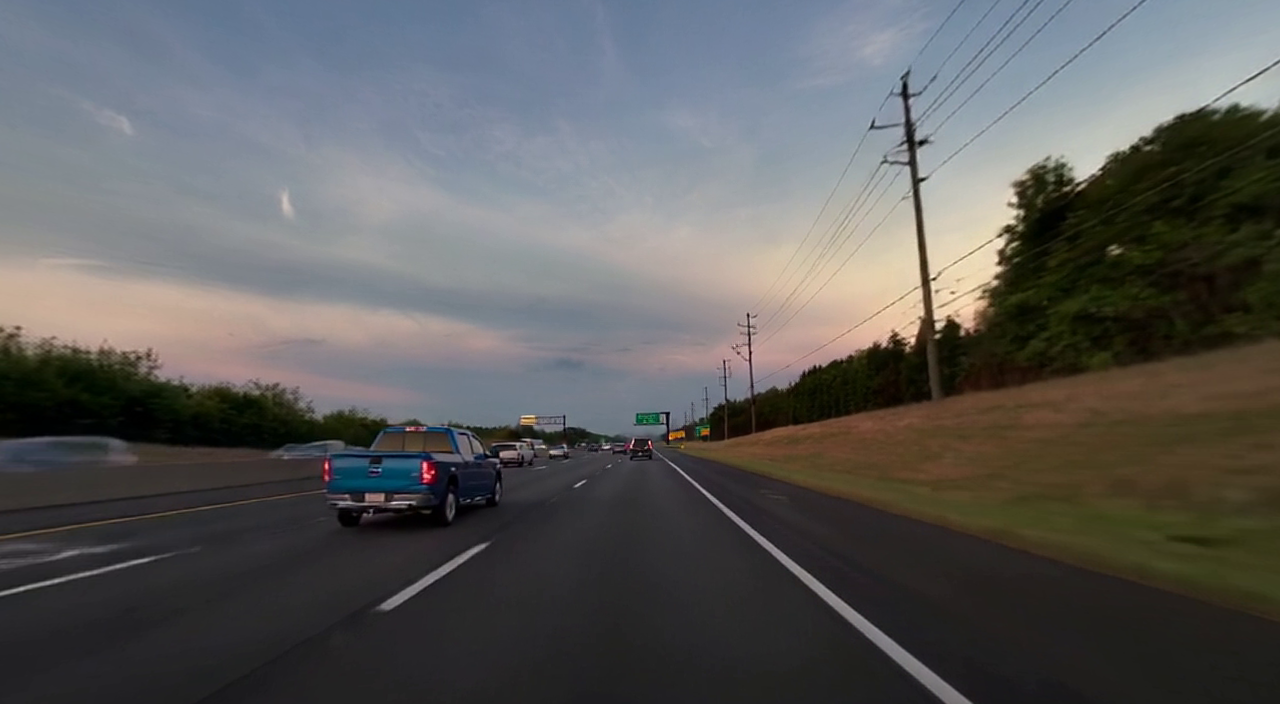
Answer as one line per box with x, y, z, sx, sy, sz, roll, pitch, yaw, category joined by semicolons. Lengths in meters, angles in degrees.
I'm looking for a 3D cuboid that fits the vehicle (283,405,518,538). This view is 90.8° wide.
-3.817;2.039;11.420;2.204;1.812;5.289;0;-8;0;vehicle

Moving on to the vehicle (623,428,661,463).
0.101;6.158;41.502;2.358;2.144;4.713;0;-8;0;vehicle
